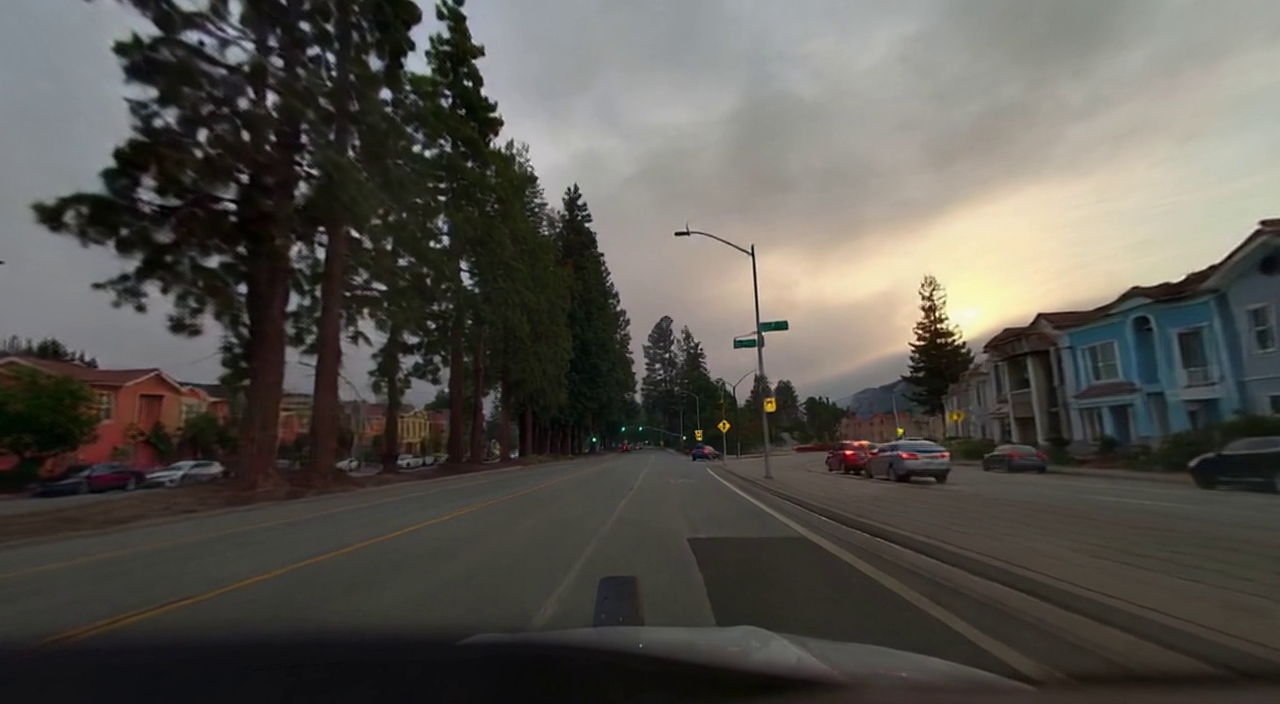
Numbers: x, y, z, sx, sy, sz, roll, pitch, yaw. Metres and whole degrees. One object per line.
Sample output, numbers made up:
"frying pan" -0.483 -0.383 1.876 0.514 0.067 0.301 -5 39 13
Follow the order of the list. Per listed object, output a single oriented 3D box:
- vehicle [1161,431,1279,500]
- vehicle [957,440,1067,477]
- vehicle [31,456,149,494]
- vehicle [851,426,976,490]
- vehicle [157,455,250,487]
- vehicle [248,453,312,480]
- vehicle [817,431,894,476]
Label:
"vehicle" 15.683 2.755 15.489 1.940 1.556 4.542 0 -8 1
"vehicle" 16.108 4.639 27.730 1.969 1.465 4.930 0 -8 2
"vehicle" -28.113 6.408 32.517 1.983 1.691 4.336 -3 -13 2
"vehicle" 9.096 3.719 21.541 1.923 1.741 4.683 -3 -13 -2
"vehicle" -27.610 7.504 40.234 2.076 1.815 4.985 -1 -9 5
"vehicle" -27.163 8.735 47.880 1.936 1.723 4.573 -4 -13 3
"vehicle" 9.172 4.486 27.318 2.004 1.476 4.588 -4 -14 4
